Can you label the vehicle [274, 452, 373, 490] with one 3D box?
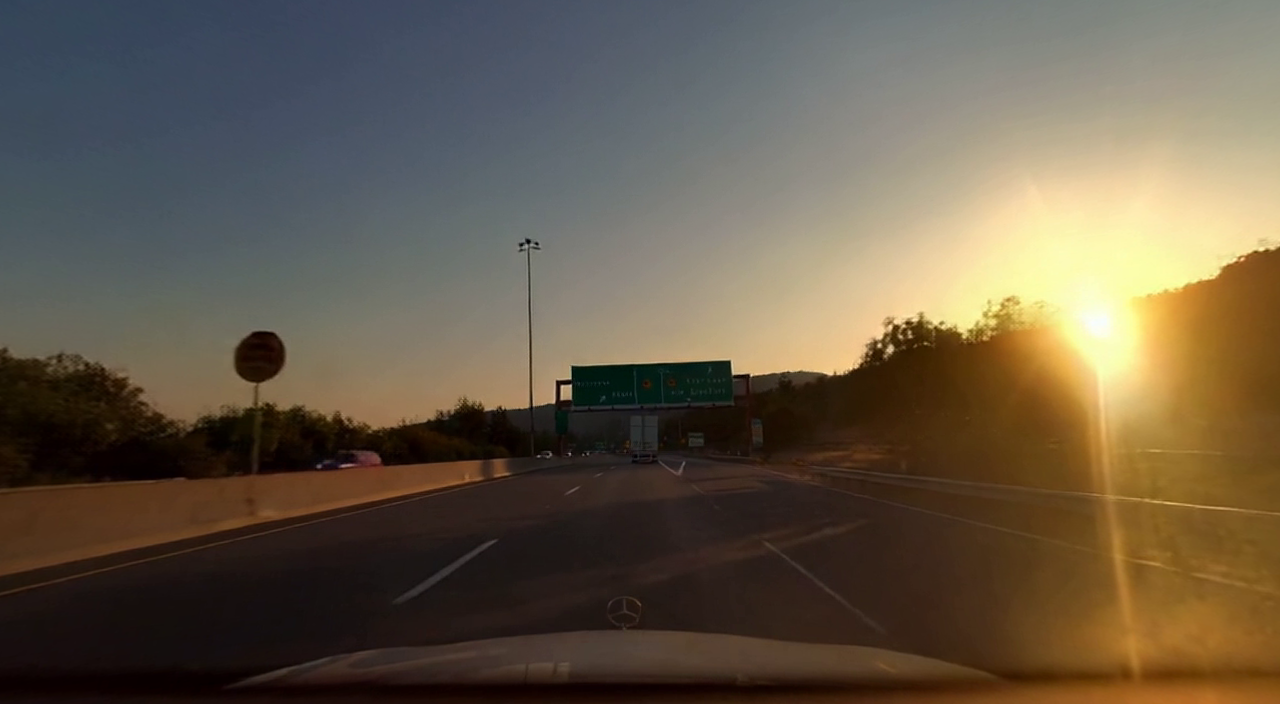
[{"bbox_3d":[-13.382,5.042,27.051,1.893,1.421,4.469,0,-9,1],"label":"vehicle"}]
